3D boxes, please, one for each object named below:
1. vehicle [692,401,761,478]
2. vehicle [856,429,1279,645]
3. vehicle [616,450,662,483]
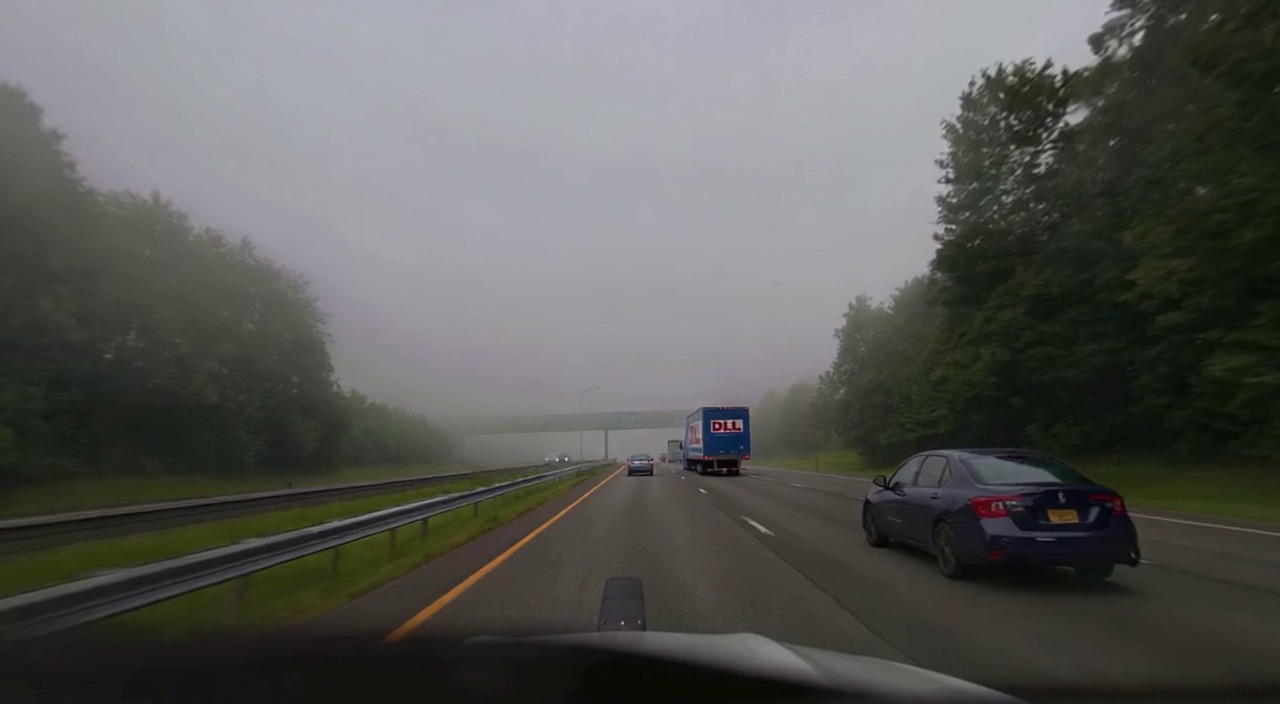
[{"bbox_3d":[4.892,5.227,37.282,2.838,3.985,8.010,0,-9,0],"label":"vehicle"},{"bbox_3d":[3.909,1.596,6.467,1.894,1.452,4.164,0,-9,0],"label":"vehicle"},{"bbox_3d":[-0.046,5.402,29.942,2.055,1.445,3.661,0,-9,0],"label":"vehicle"}]
